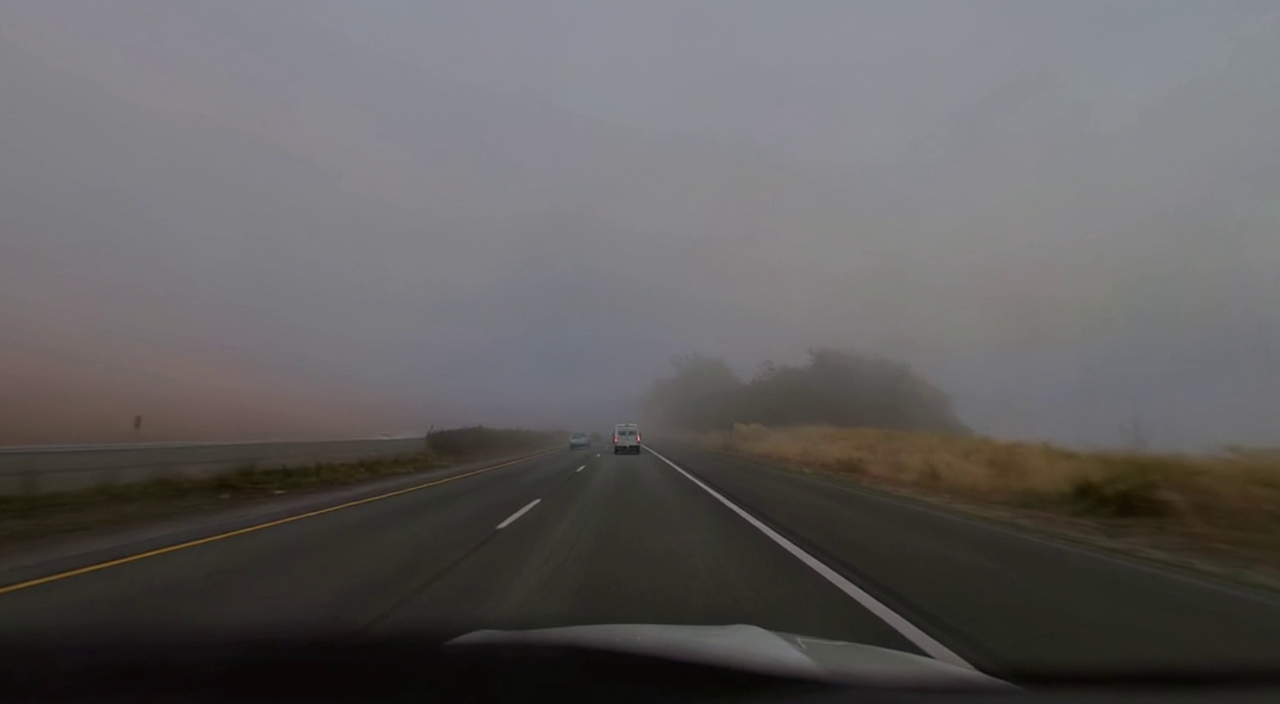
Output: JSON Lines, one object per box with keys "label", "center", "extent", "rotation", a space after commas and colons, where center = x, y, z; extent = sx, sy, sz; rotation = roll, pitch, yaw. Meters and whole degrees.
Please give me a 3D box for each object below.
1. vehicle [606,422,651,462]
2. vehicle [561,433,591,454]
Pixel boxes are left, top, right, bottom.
{"label": "vehicle", "center": [-0.630, 4.805, 33.565], "extent": [2.223, 1.957, 4.416], "rotation": [0, -8, -1]}
{"label": "vehicle", "center": [-4.985, 7.197, 49.440], "extent": [2.062, 1.567, 4.117], "rotation": [0, -8, -2]}
